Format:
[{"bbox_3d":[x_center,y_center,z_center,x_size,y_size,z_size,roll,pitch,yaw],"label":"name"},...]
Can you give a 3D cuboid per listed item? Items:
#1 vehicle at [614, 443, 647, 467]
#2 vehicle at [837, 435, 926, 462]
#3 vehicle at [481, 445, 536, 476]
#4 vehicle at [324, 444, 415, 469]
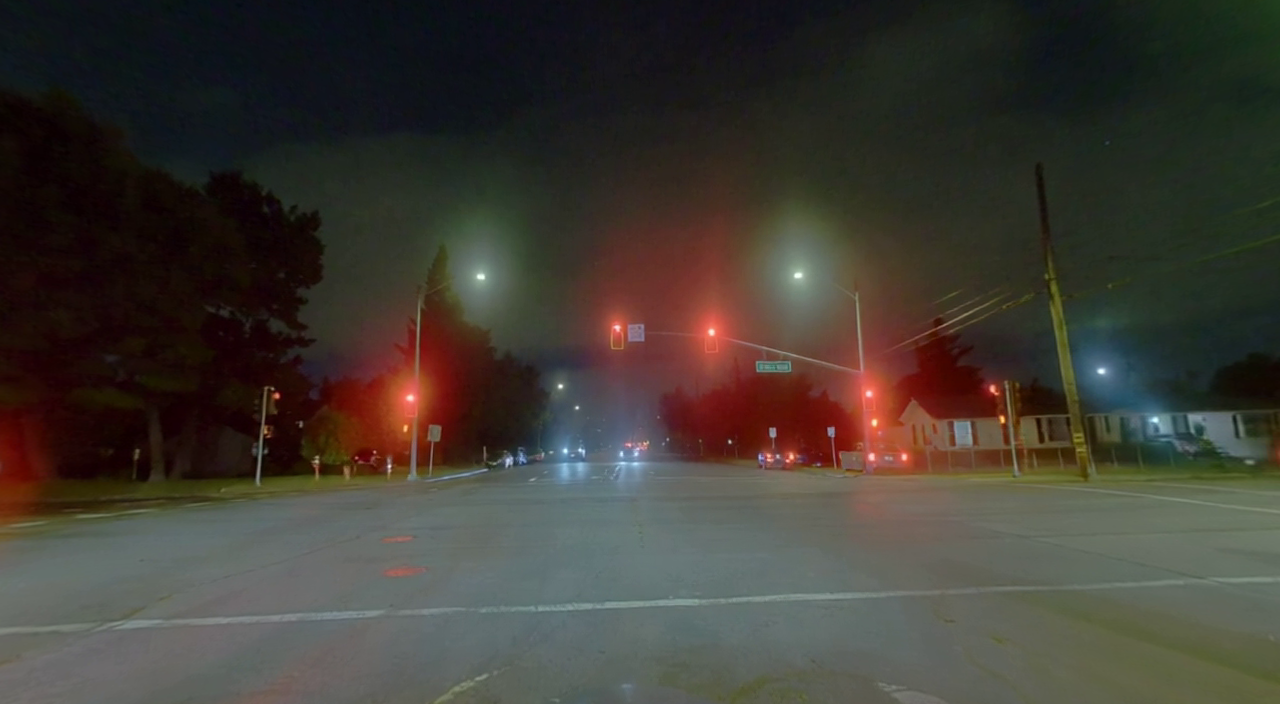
[{"bbox_3d":[-0.623,6.797,41.792,2.105,1.457,4.173,0,-8,-1],"label":"vehicle"},{"bbox_3d":[15.331,6.176,40.324,4.892,1.656,1.856,0,-8,0],"label":"vehicle"},{"bbox_3d":[-6.647,5.532,32.375,1.881,1.452,4.121,0,-8,0],"label":"vehicle"},{"bbox_3d":[-16.448,6.372,38.581,4.713,1.409,1.918,0,-8,-2],"label":"vehicle"}]
